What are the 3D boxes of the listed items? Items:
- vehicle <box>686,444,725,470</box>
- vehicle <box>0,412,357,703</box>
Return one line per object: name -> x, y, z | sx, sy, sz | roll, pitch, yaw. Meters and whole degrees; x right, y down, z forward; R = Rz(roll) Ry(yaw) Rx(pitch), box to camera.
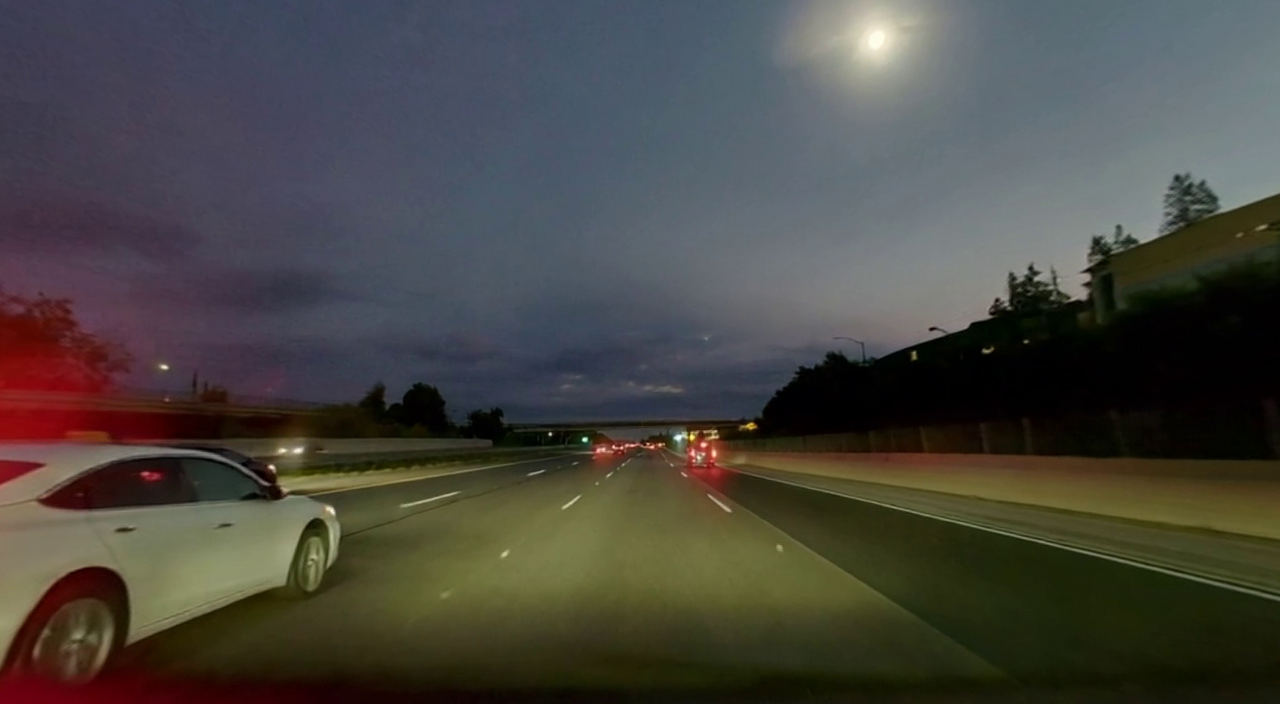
vehicle -> 4.108, 6.647, 40.267 | 2.059, 1.509, 4.670 | 0, -8, 1
vehicle -> -3.734, 1.164, 3.797 | 1.990, 1.477, 4.308 | 0, -8, 1
